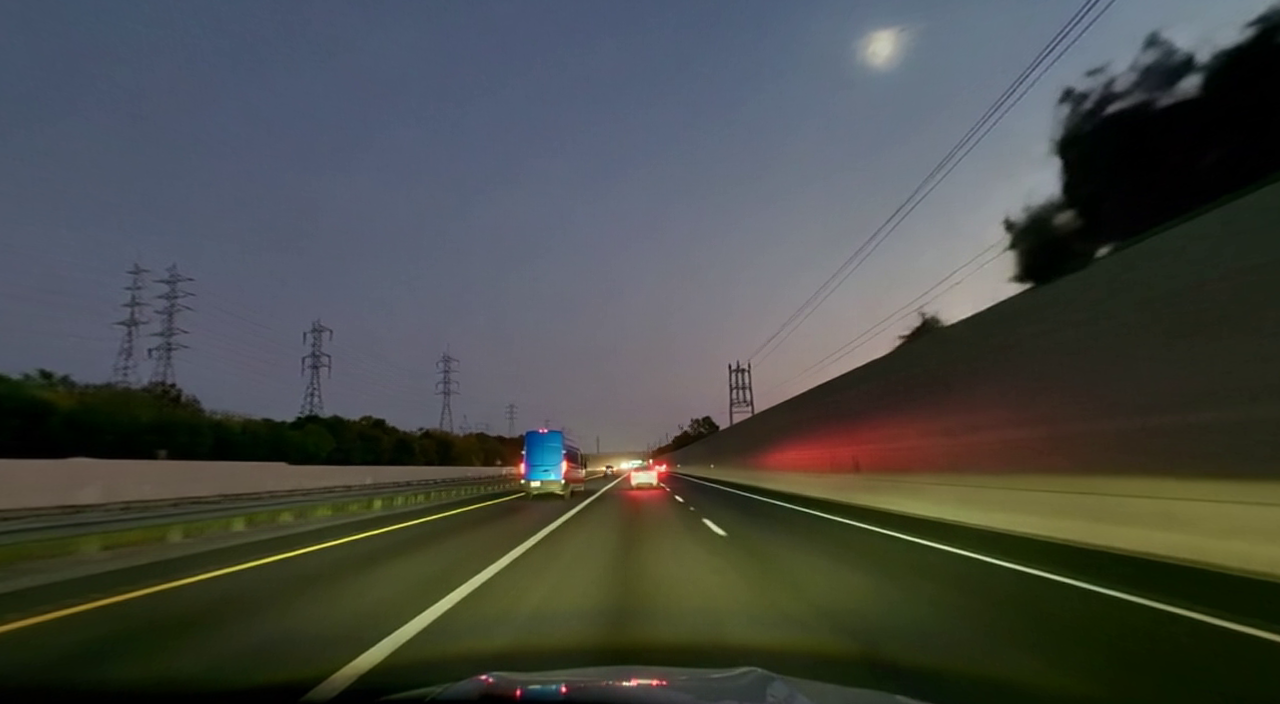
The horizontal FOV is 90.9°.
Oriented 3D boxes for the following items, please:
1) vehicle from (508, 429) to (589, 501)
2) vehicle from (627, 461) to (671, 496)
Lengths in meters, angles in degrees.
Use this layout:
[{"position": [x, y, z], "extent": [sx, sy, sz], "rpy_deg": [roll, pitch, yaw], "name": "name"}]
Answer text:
[{"position": [-3.674, 4.810, 26.829], "extent": [2.394, 2.609, 6.875], "rpy_deg": [1, -10, 0], "name": "vehicle"}, {"position": [0.407, 6.116, 30.705], "extent": [2.006, 1.554, 3.863], "rpy_deg": [1, -10, 0], "name": "vehicle"}]
